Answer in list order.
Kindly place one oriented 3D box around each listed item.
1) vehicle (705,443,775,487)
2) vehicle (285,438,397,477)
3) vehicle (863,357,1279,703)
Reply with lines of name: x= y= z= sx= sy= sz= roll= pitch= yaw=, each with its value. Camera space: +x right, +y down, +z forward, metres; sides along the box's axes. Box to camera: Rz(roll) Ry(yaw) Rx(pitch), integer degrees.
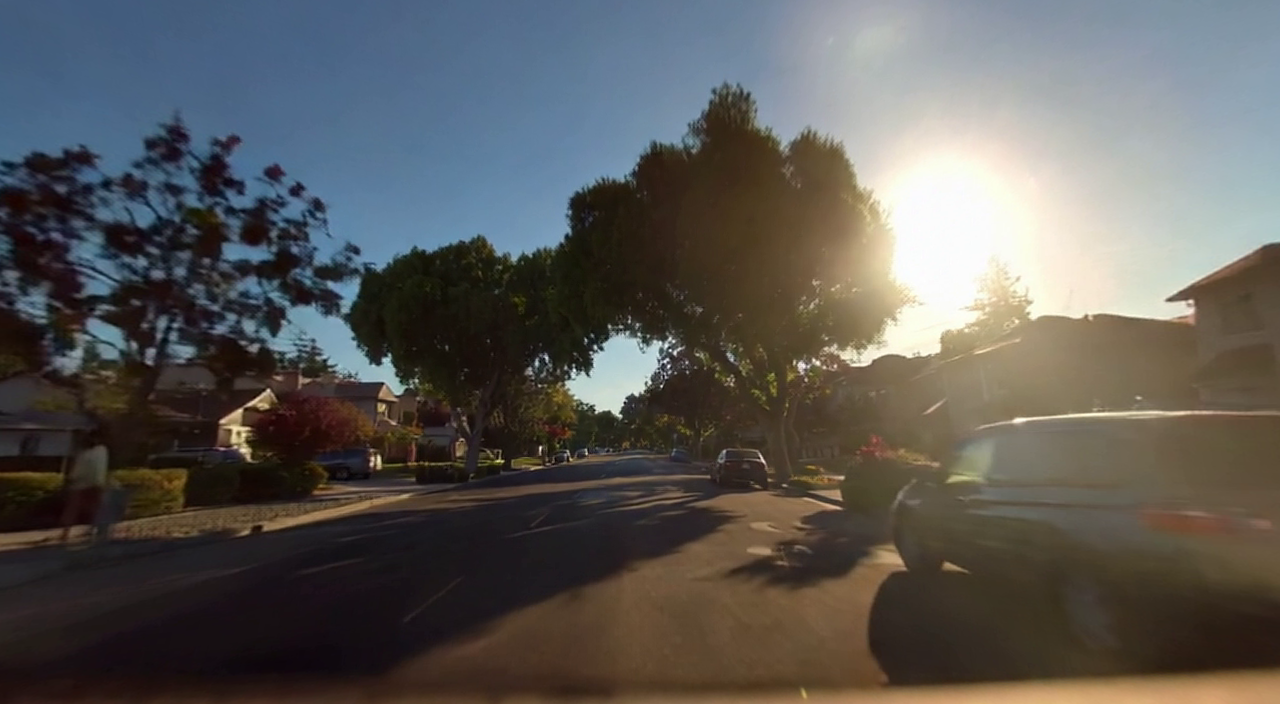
vehicle: x=3.756 y=4.316 z=24.490 sx=1.897 sy=1.521 sz=4.835 roll=0 pitch=-8 yaw=-1
vehicle: x=-15.659 y=5.531 z=33.150 sx=4.882 sy=1.777 sz=2.025 roll=-2 pitch=-9 yaw=-2
vehicle: x=3.778 y=1.246 z=5.140 sx=2.039 sy=1.780 sz=4.884 roll=0 pitch=-8 yaw=-1
